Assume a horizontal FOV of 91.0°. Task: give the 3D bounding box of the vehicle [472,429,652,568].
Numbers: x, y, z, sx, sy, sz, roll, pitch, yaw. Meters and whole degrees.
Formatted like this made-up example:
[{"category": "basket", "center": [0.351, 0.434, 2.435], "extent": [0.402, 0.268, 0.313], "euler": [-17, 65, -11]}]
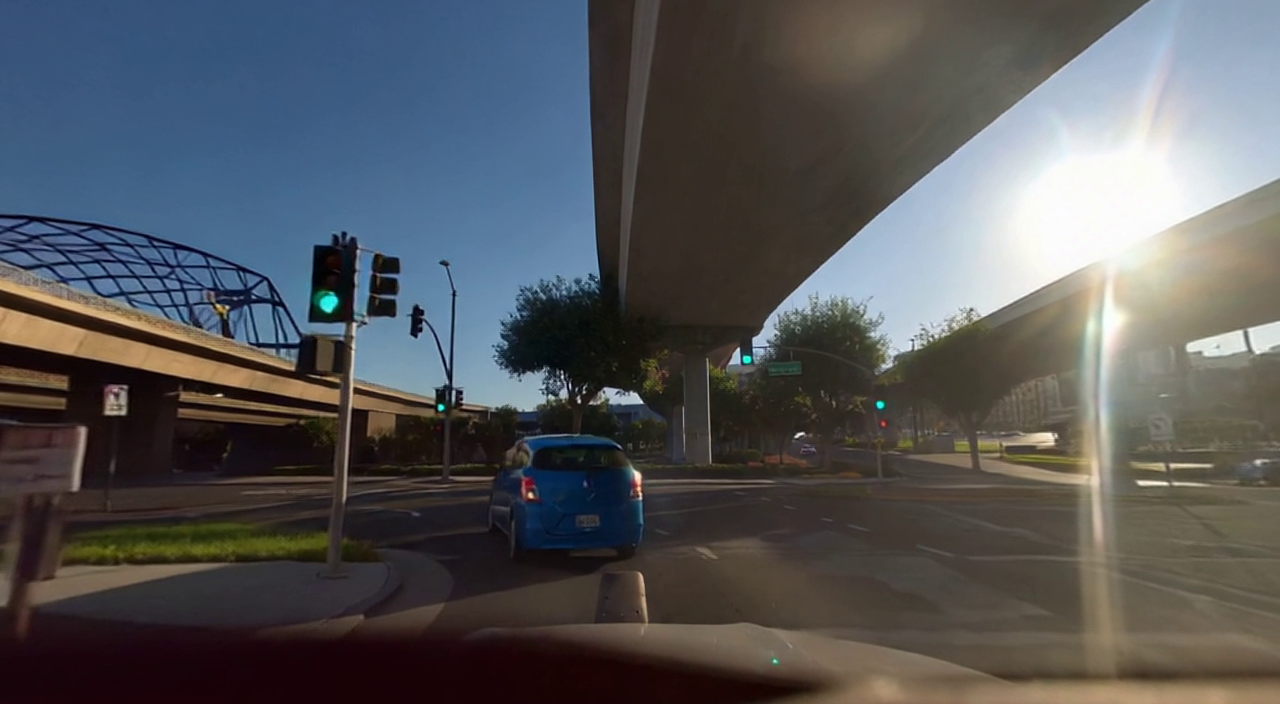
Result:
[{"category": "vehicle", "center": [-1.363, 2.023, 9.442], "extent": [1.976, 1.584, 3.772], "euler": [3, -9, -17]}]
